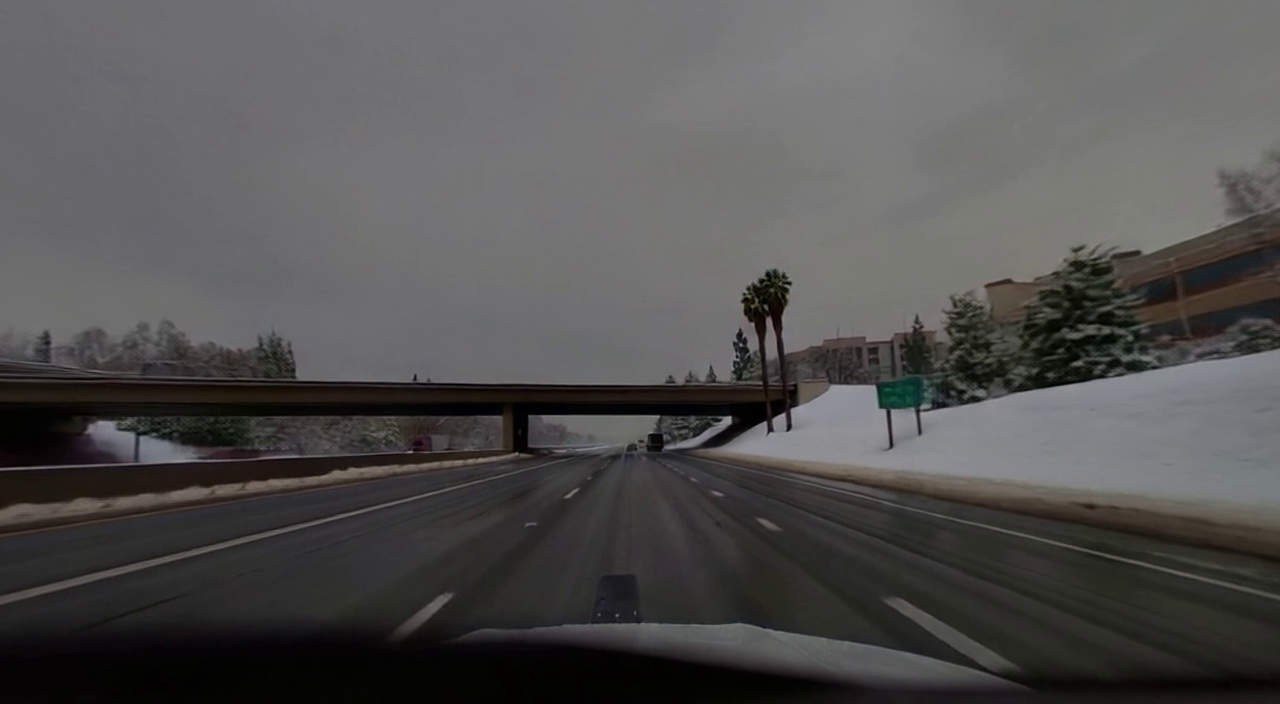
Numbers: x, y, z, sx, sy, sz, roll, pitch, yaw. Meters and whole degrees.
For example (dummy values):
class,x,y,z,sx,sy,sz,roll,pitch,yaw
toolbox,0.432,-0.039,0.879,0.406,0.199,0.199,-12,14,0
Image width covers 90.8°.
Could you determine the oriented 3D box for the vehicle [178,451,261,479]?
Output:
class,x,y,z,sx,sy,sz,roll,pitch,yaw
vehicle,-24.965,6.683,37.720,1.816,1.479,4.629,0,-8,0
